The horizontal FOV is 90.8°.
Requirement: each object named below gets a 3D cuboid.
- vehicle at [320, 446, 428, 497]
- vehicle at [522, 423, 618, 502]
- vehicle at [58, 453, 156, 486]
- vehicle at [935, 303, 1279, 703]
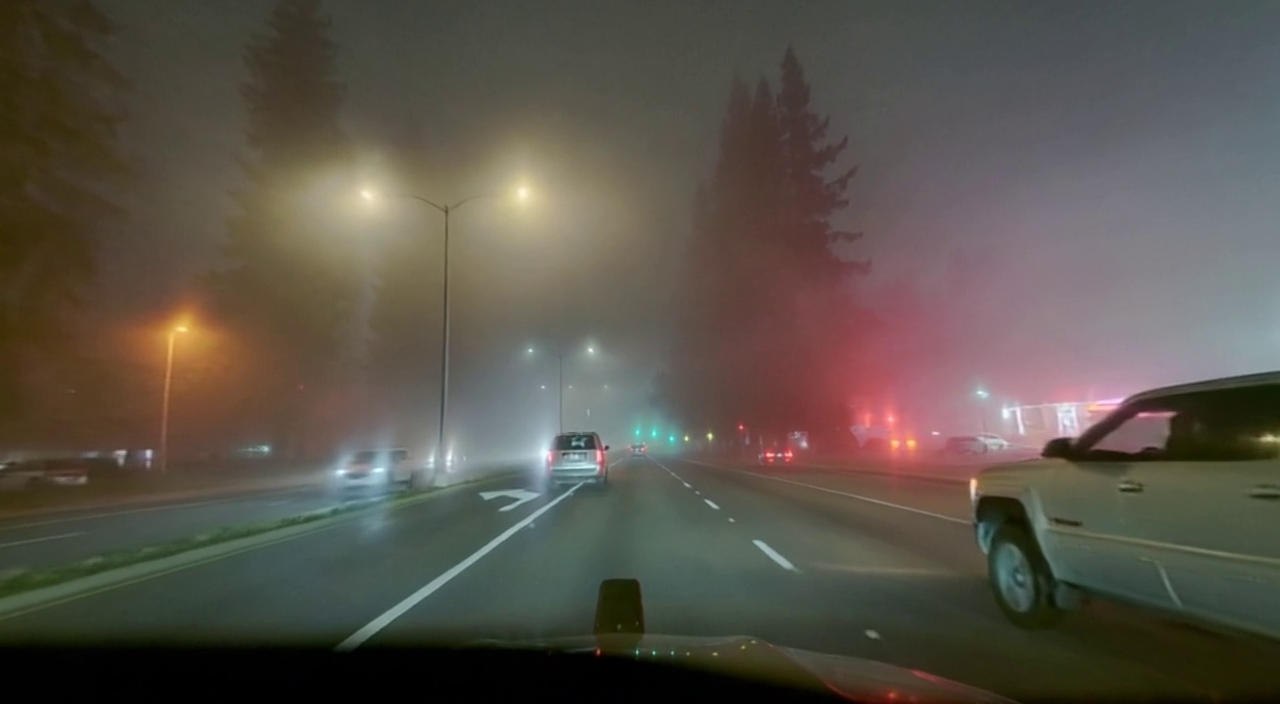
[{"bbox_3d":[-8.989,4.033,21.739,2.001,1.579,3.930,0,-8,0],"label":"vehicle"},{"bbox_3d":[-1.829,3.030,17.786,2.300,1.870,4.936,0,-8,-3],"label":"vehicle"},{"bbox_3d":[-28.478,6.258,33.837,3.590,1.477,1.837,-3,-8,0],"label":"vehicle"},{"bbox_3d":[3.497,0.747,2.633,2.238,1.767,4.563,0,-8,-1],"label":"vehicle"}]
